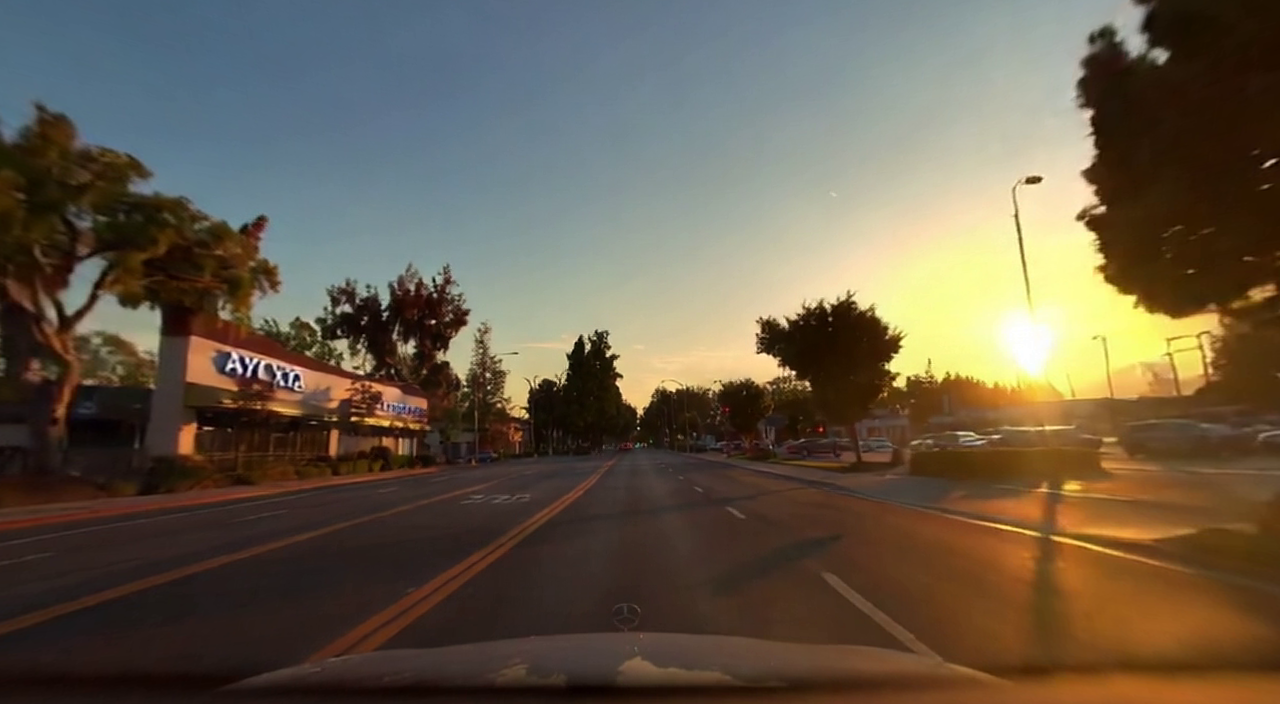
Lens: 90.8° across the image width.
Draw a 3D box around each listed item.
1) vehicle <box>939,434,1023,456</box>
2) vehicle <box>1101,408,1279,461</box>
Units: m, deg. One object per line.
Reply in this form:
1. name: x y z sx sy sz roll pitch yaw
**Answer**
1. vehicle: 23.178 6.323 43.024 4.579 1.482 1.911 0 -8 1
2. vehicle: 23.553 3.507 26.674 6.239 2.118 2.380 0 -8 -1
